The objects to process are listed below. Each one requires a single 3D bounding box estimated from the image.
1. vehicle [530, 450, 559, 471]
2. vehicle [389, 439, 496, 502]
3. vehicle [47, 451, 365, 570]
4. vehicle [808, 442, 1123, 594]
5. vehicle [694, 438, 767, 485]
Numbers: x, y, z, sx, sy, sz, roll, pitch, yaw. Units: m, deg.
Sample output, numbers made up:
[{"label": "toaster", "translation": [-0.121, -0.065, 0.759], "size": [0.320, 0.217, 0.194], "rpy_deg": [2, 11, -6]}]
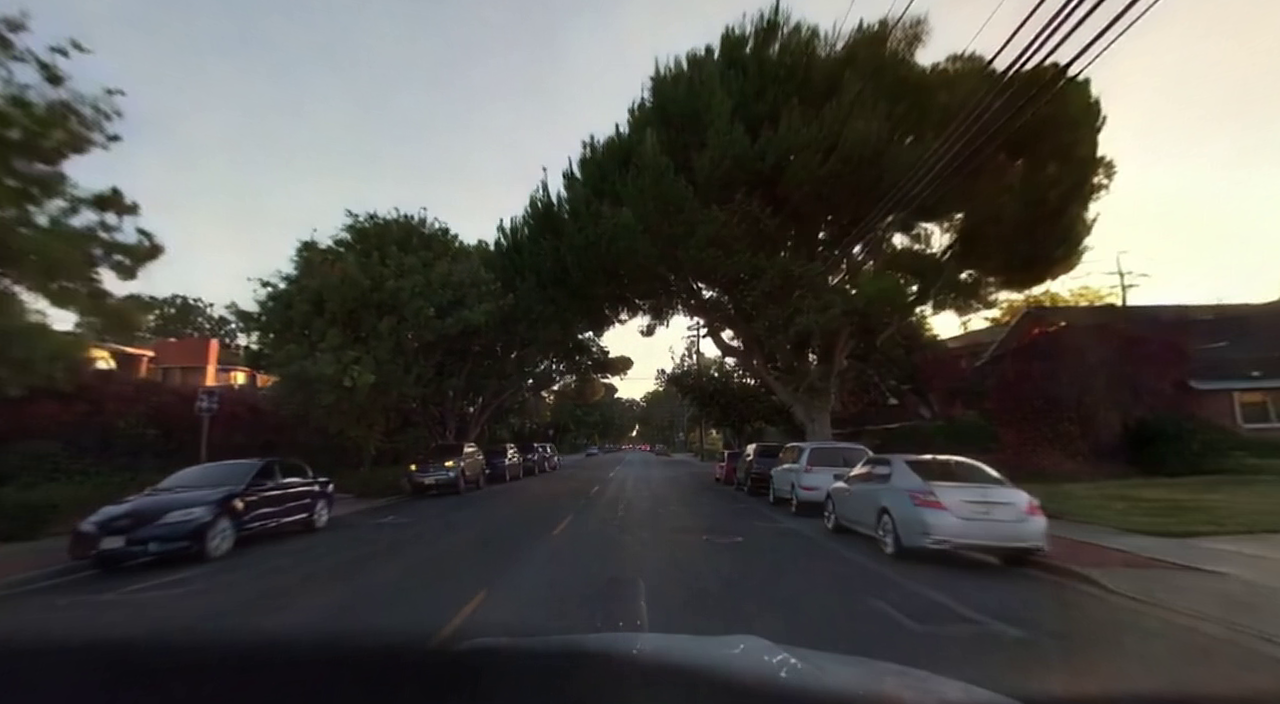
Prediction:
[{"label": "vehicle", "translation": [-7.111, 8.082, 47.384], "size": [1.997, 1.456, 4.319], "rpy_deg": [1, -9, -7]}, {"label": "vehicle", "translation": [-6.315, 3.831, 20.870], "size": [2.031, 1.799, 4.587], "rpy_deg": [0, -9, 0]}, {"label": "vehicle", "translation": [-6.408, 2.330, 10.163], "size": [2.031, 1.454, 4.410], "rpy_deg": [0, -9, -1]}, {"label": "vehicle", "translation": [3.687, 1.919, 8.232], "size": [1.763, 1.432, 4.323], "rpy_deg": [0, -9, 0]}, {"label": "vehicle", "translation": [3.650, 4.566, 26.669], "size": [2.178, 1.757, 5.495], "rpy_deg": [0, -9, -1]}]
